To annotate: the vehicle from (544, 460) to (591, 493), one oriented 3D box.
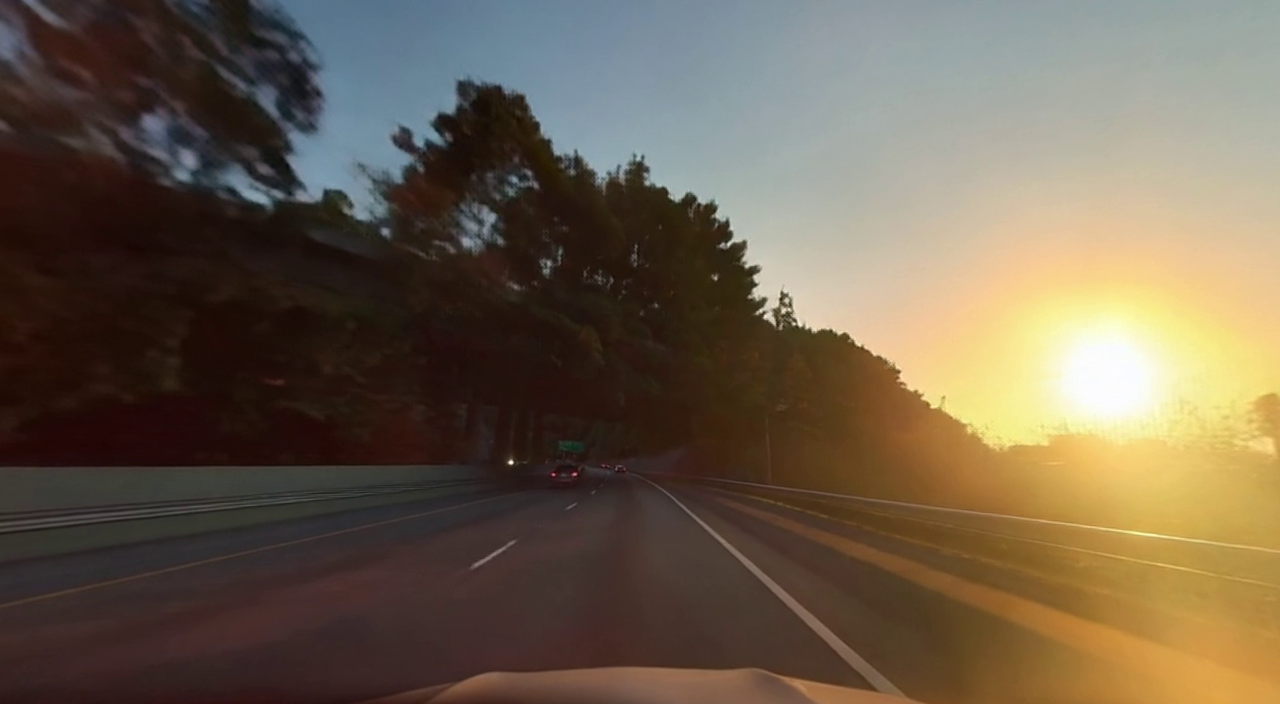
[{"bbox_3d":[-4.258,7.470,37.972,2.286,1.757,5.057,1,-11,-1],"label":"vehicle"}]
